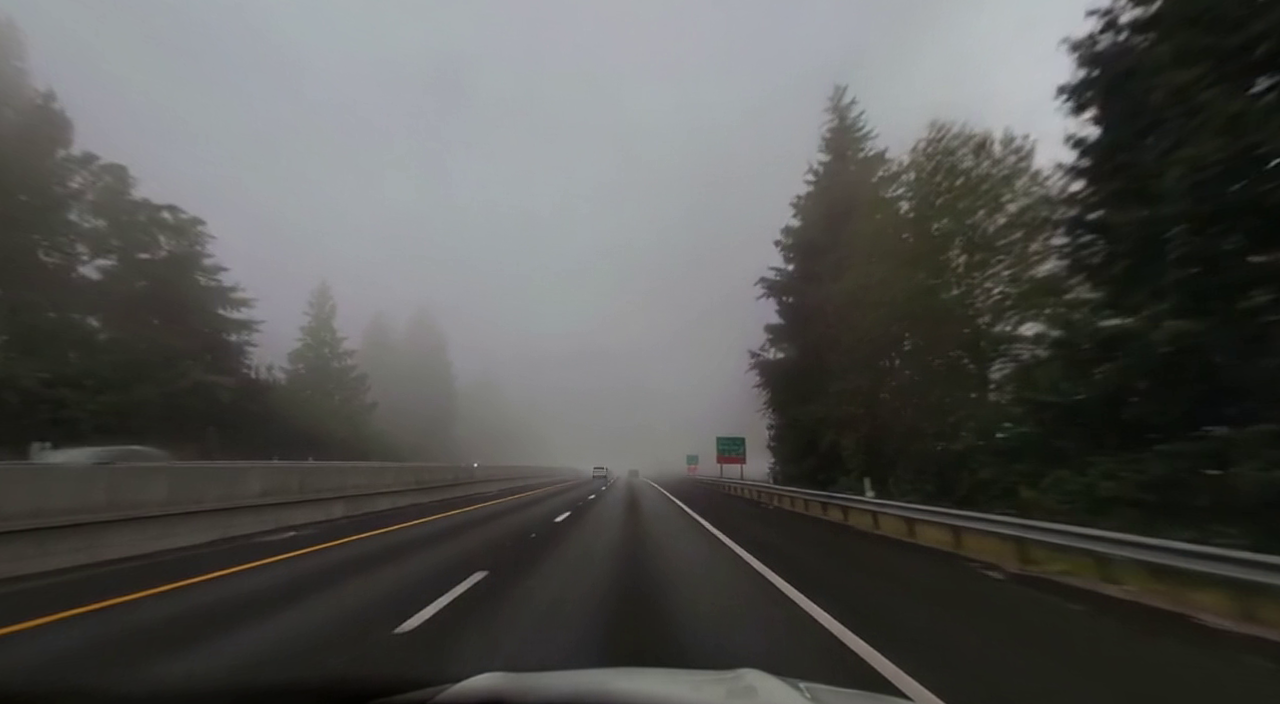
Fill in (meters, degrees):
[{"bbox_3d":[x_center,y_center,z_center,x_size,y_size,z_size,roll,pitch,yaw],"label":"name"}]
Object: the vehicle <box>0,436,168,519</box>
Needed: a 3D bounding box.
[{"bbox_3d":[-12.297,2.581,13.180,1.830,1.454,3.815,1,-11,0],"label":"vehicle"}]
